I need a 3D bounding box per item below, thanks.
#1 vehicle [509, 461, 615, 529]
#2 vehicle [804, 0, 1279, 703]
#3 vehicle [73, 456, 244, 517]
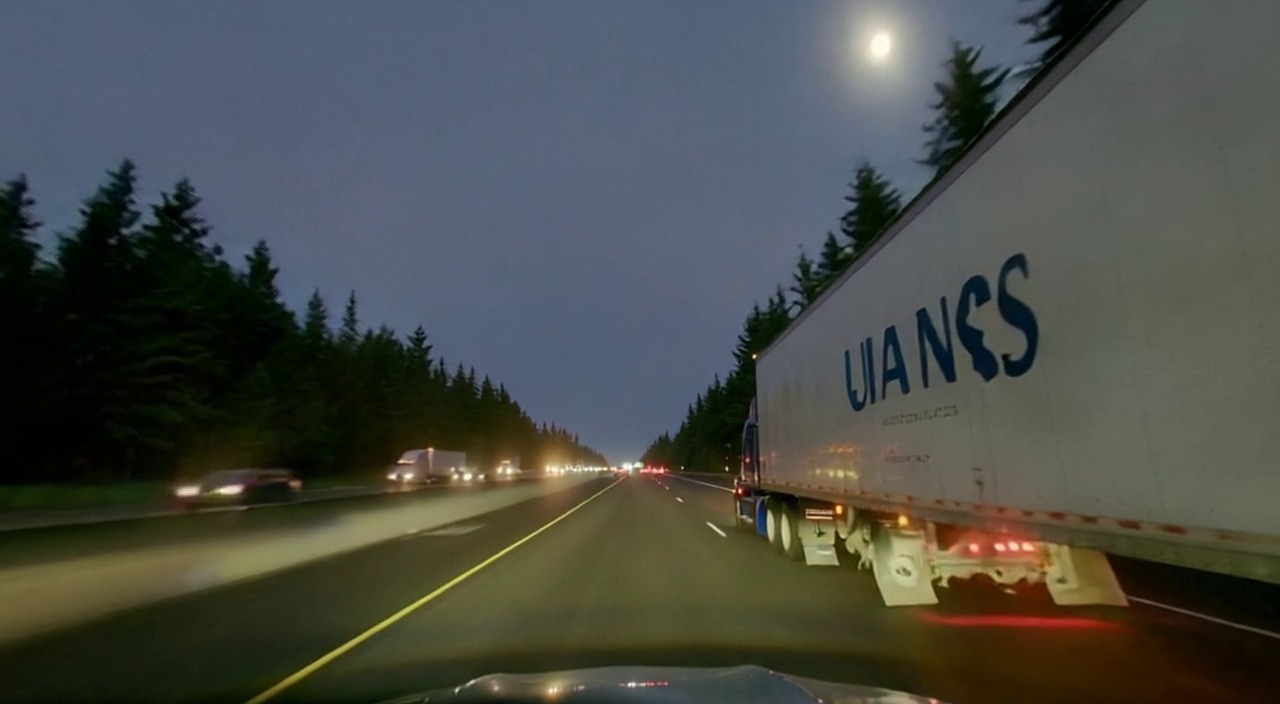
[{"bbox_3d":[-1.734,3.392,15.346,2.032,1.407,3.641,0,-10,1],"label":"vehicle"},{"bbox_3d":[3.833,0.097,3.299,2.871,4.032,10.642,1,-10,-1],"label":"vehicle"},{"bbox_3d":[-16.213,4.553,21.658,2.045,1.809,4.762,1,-10,0],"label":"vehicle"}]
